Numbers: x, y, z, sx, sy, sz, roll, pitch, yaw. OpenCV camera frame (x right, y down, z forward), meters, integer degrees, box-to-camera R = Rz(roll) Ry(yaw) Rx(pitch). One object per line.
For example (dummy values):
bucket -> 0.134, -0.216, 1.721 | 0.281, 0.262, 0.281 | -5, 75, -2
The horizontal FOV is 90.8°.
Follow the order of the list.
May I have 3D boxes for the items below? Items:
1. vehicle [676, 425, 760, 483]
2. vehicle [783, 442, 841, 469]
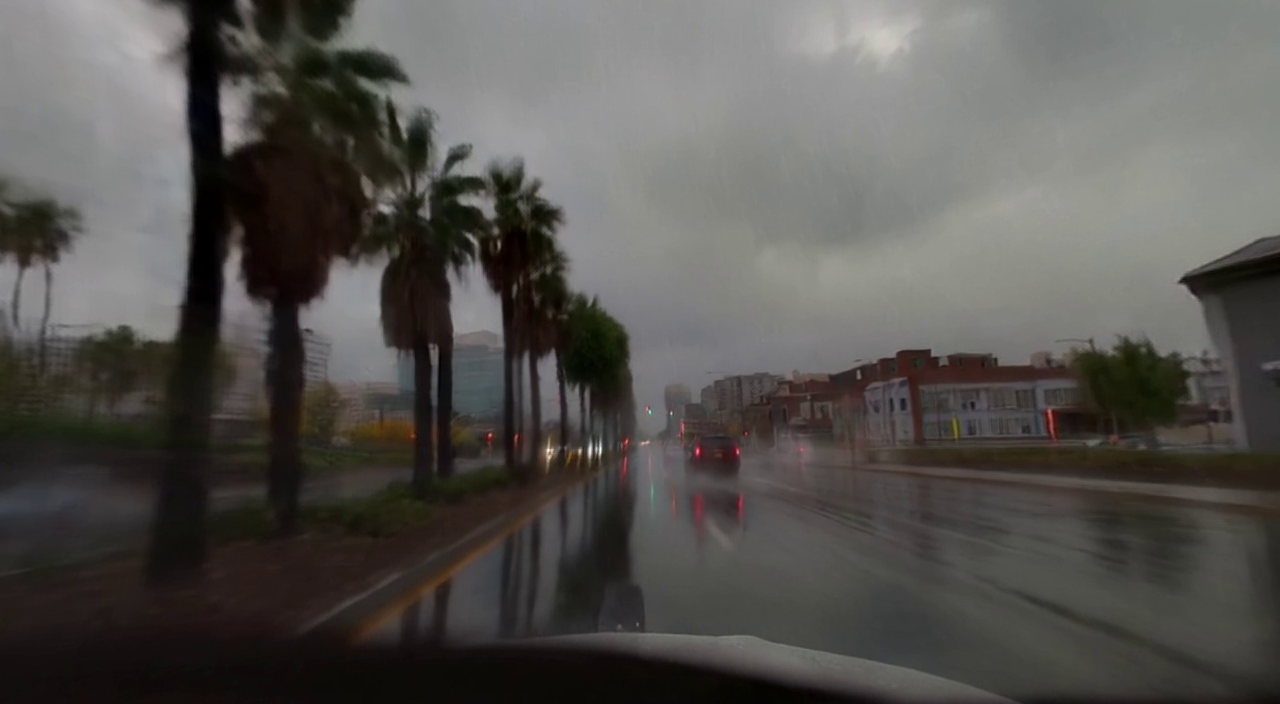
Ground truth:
vehicle -> 2.865, 3.962, 24.768 | 2.559, 2.017, 5.562 | 0, -8, -1
vehicle -> 10.099, 6.102, 37.510 | 1.989, 1.472, 5.054 | 0, -9, -1
